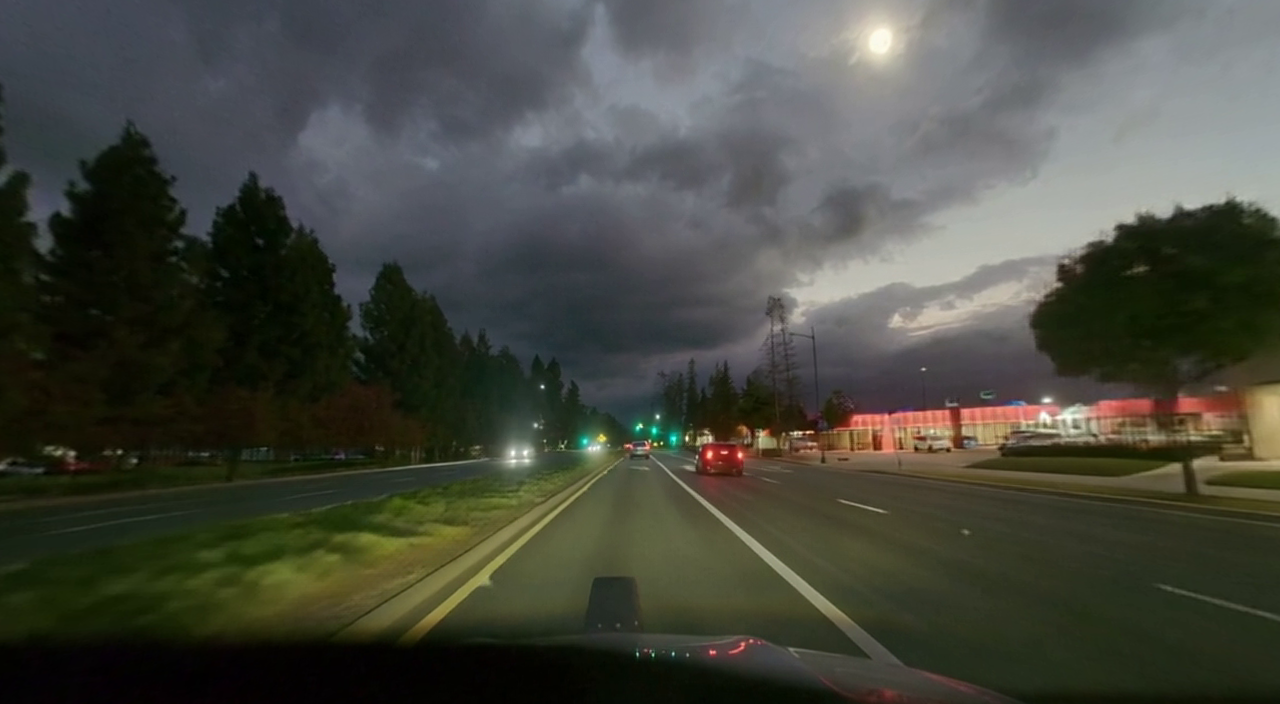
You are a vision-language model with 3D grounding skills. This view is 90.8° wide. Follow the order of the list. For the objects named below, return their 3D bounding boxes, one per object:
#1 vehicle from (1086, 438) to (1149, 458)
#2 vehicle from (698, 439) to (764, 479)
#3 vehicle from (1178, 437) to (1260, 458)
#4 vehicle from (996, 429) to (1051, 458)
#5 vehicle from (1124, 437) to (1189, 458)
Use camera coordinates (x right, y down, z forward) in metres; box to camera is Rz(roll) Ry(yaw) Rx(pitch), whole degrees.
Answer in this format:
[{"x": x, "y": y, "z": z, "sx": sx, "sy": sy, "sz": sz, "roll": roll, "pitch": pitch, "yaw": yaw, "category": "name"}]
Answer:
[{"x": 36.015, "y": 7.291, "z": 47.771, "sx": 1.819, "sy": 1.436, "sz": 4.046, "roll": -1, "pitch": -9, "yaw": 5, "category": "vehicle"}, {"x": 3.657, "y": 4.380, "z": 26.156, "sx": 1.983, "sy": 1.482, "sz": 4.463, "roll": 0, "pitch": -9, "yaw": -1, "category": "vehicle"}, {"x": 43.350, "y": 7.165, "z": 47.404, "sx": 1.901, "sy": 1.411, "sz": 4.378, "roll": -2, "pitch": -9, "yaw": -1, "category": "vehicle"}, {"x": 28.914, "y": 6.939, "z": 47.820, "sx": 2.501, "sy": 2.045, "sz": 5.267, "roll": -3, "pitch": -9, "yaw": 20, "category": "vehicle"}, {"x": 38.579, "y": 7.163, "z": 47.267, "sx": 1.700, "sy": 1.429, "sz": 3.674, "roll": -1, "pitch": -9, "yaw": 1, "category": "vehicle"}]
